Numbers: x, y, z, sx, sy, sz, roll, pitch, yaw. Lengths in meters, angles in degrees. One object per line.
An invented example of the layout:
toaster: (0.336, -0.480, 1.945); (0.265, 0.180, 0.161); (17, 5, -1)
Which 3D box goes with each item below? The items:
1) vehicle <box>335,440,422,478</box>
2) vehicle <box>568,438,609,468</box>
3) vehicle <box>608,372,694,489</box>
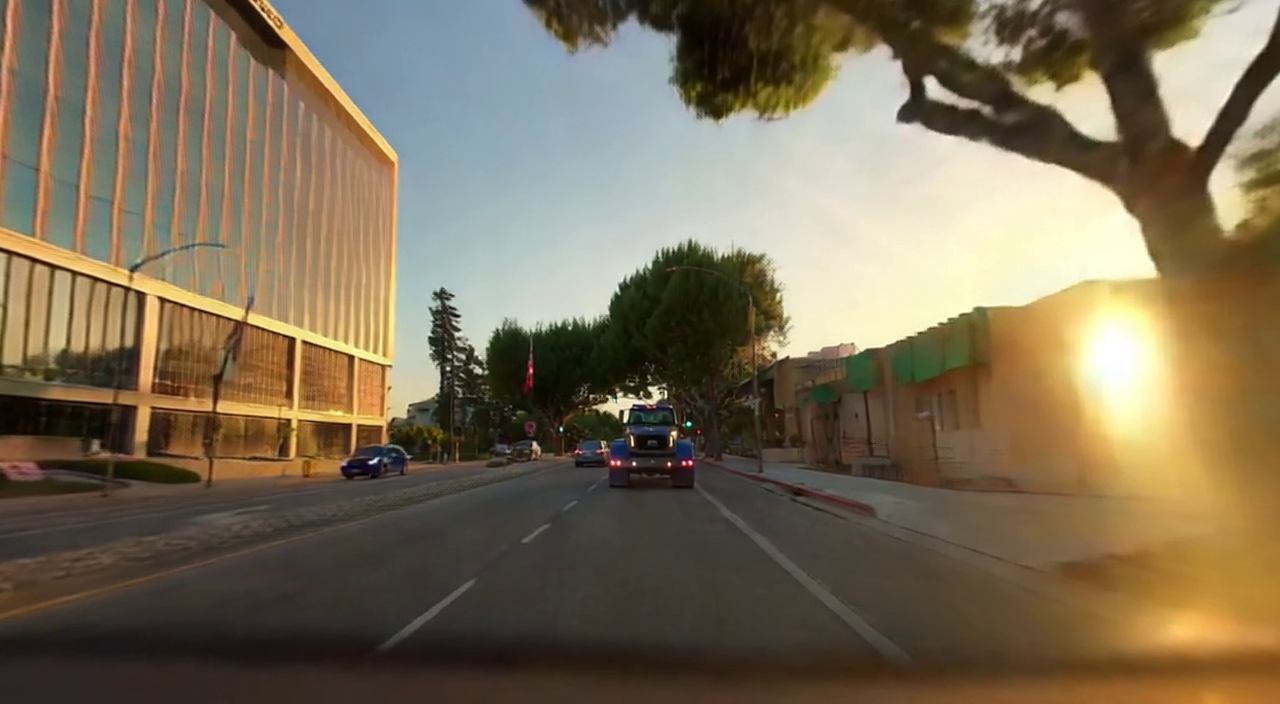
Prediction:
vehicle: (-14.756, 6.065, 36.136); (2.225, 1.946, 6.187); (0, -9, 1)
vehicle: (-3.048, 6.088, 38.192); (2.081, 1.688, 4.235); (0, -9, 1)
vehicle: (0.268, 3.165, 24.493); (2.552, 3.461, 11.044); (-1, -8, -1)
